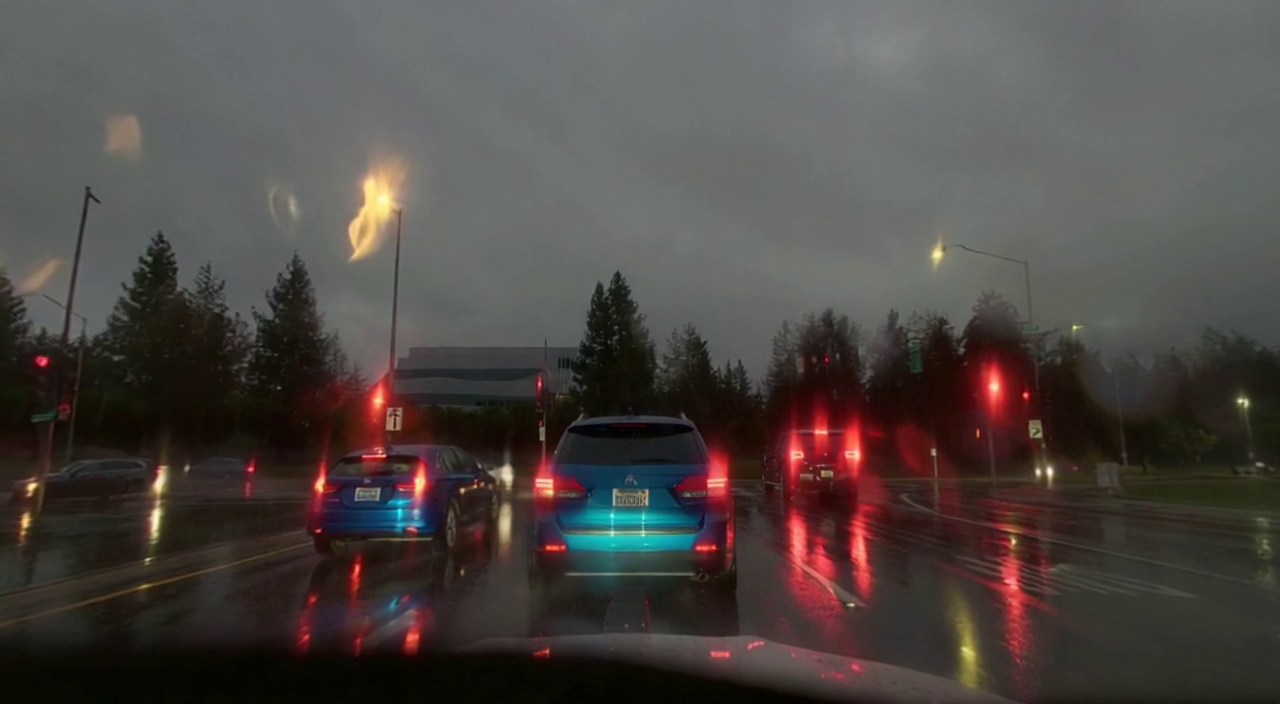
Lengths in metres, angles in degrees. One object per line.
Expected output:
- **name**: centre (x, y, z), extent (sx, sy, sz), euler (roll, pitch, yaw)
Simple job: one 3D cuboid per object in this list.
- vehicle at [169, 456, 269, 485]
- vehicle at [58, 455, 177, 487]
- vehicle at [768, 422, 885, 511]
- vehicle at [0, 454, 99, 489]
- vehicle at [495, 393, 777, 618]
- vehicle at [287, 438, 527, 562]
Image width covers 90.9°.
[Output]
- **vehicle**: centre (-24.537, 6.923, 36.915), extent (4.457, 1.435, 1.795), euler (3, -5, -16)
- **vehicle**: centre (-26.034, 5.939, 31.571), extent (4.140, 1.444, 1.742), euler (2, -9, -16)
- **vehicle**: centre (4.809, 2.996, 16.912), extent (2.084, 2.053, 4.073), euler (-1, -8, 4)
- **vehicle**: centre (-27.080, 5.274, 27.941), extent (4.198, 1.444, 1.765), euler (2, -9, -15)
- **vehicle**: centre (-0.031, 1.522, 7.166), extent (2.203, 1.757, 4.286), euler (0, -8, 0)
- **vehicle**: centre (-3.191, 2.095, 9.796), extent (1.913, 1.453, 4.413), euler (0, -8, 2)
